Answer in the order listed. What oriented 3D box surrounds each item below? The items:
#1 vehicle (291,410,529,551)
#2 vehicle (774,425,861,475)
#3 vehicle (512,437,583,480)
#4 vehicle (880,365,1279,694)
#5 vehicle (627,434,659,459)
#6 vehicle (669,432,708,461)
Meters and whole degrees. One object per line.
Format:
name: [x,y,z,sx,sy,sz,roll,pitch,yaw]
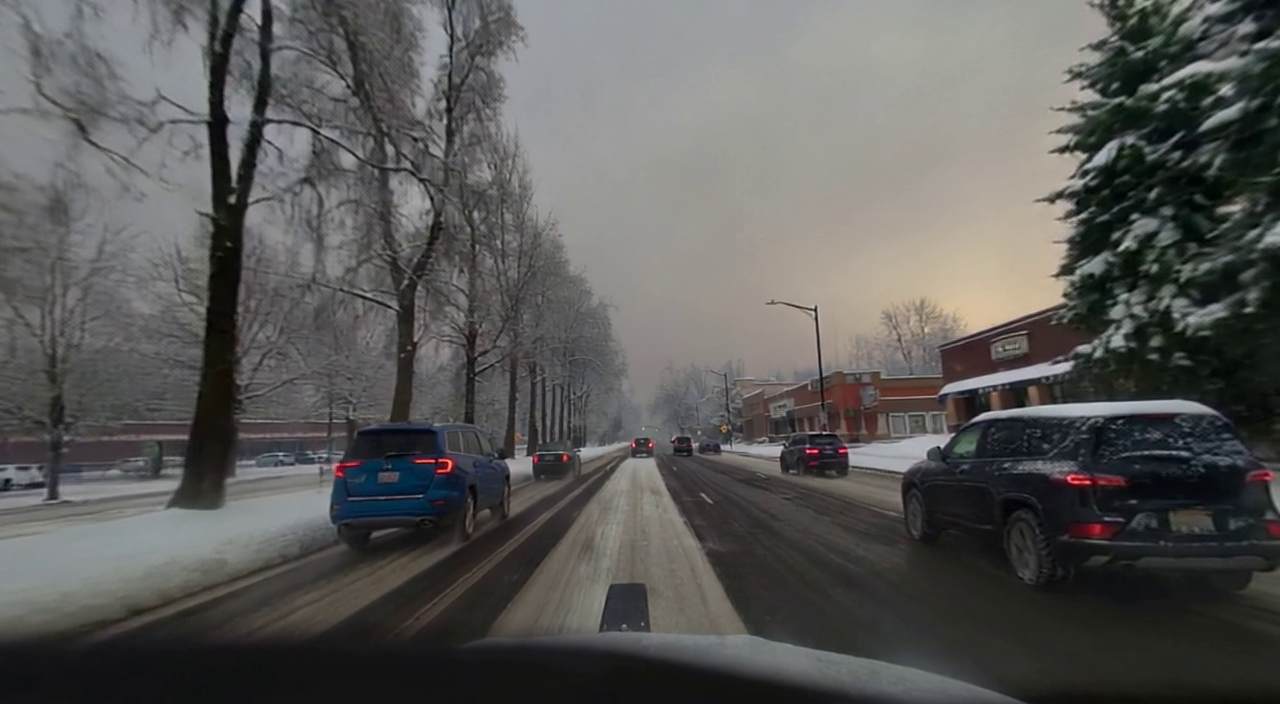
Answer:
vehicle: [-3.234,1.914,10.051,2.141,1.719,4.379,0,-9,0]
vehicle: [6.915,3.873,25.062,2.076,1.793,4.464,0,-9,-1]
vehicle: [-3.459,4.072,24.377,2.036,1.465,4.301,0,-9,1]
vehicle: [3.911,1.219,5.484,2.088,1.666,4.512,-1,-9,4]
vehicle: [0.205,7.283,48.411,2.304,1.795,4.526,0,-8,0]
vehicle: [3.215,6.452,43.043,2.178,1.804,4.766,0,-9,-1]
